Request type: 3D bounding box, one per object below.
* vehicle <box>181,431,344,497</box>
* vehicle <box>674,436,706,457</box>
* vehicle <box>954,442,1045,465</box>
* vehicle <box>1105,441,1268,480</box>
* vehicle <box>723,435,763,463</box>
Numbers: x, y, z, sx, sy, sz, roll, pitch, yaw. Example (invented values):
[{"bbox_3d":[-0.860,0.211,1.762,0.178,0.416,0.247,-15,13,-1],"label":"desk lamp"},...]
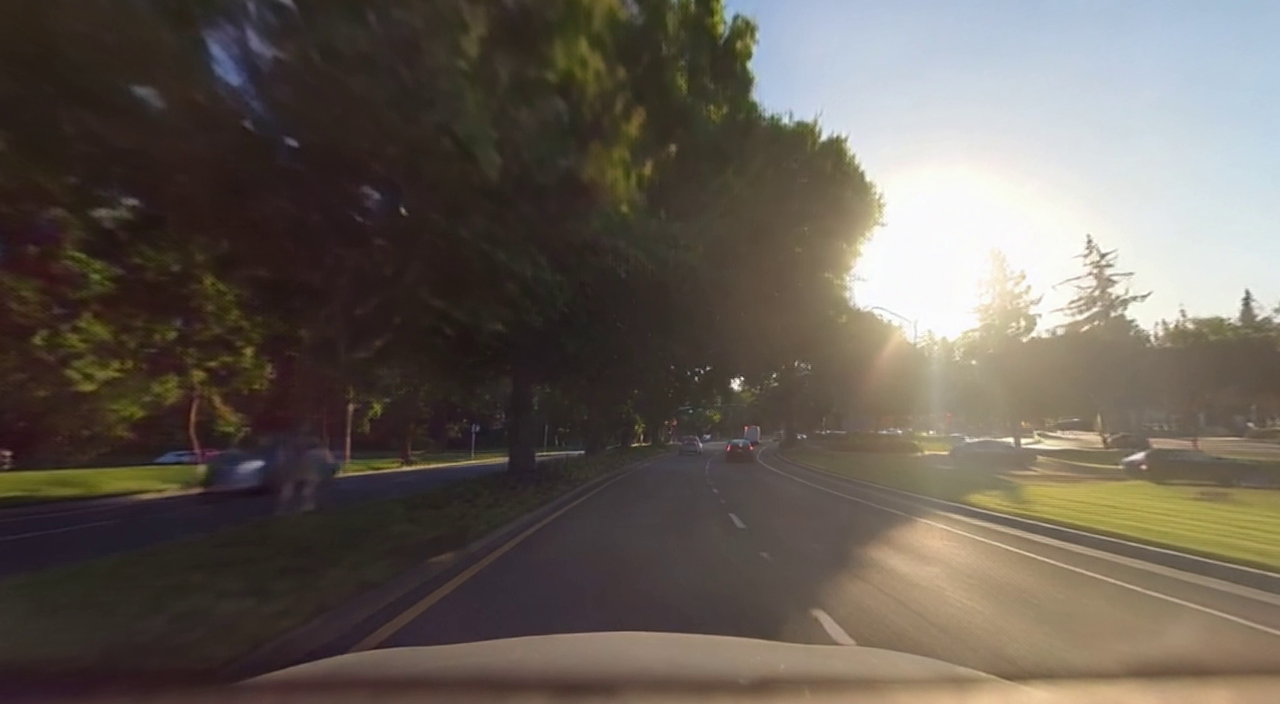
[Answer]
[{"bbox_3d":[-11.177,3.324,19.150,1.969,1.755,4.518,0,-8,2],"label":"vehicle"},{"bbox_3d":[3.877,7.213,48.294,2.066,1.482,4.273,-1,-8,9],"label":"vehicle"},{"bbox_3d":[22.947,6.472,40.433,4.627,1.418,1.800,-1,-8,9],"label":"vehicle"},{"bbox_3d":[21.737,4.323,25.242,4.322,1.467,2.457,1,-8,-3],"label":"vehicle"},{"bbox_3d":[5.857,5.595,36.426,1.989,1.497,4.436,-1,-8,6],"label":"vehicle"}]
